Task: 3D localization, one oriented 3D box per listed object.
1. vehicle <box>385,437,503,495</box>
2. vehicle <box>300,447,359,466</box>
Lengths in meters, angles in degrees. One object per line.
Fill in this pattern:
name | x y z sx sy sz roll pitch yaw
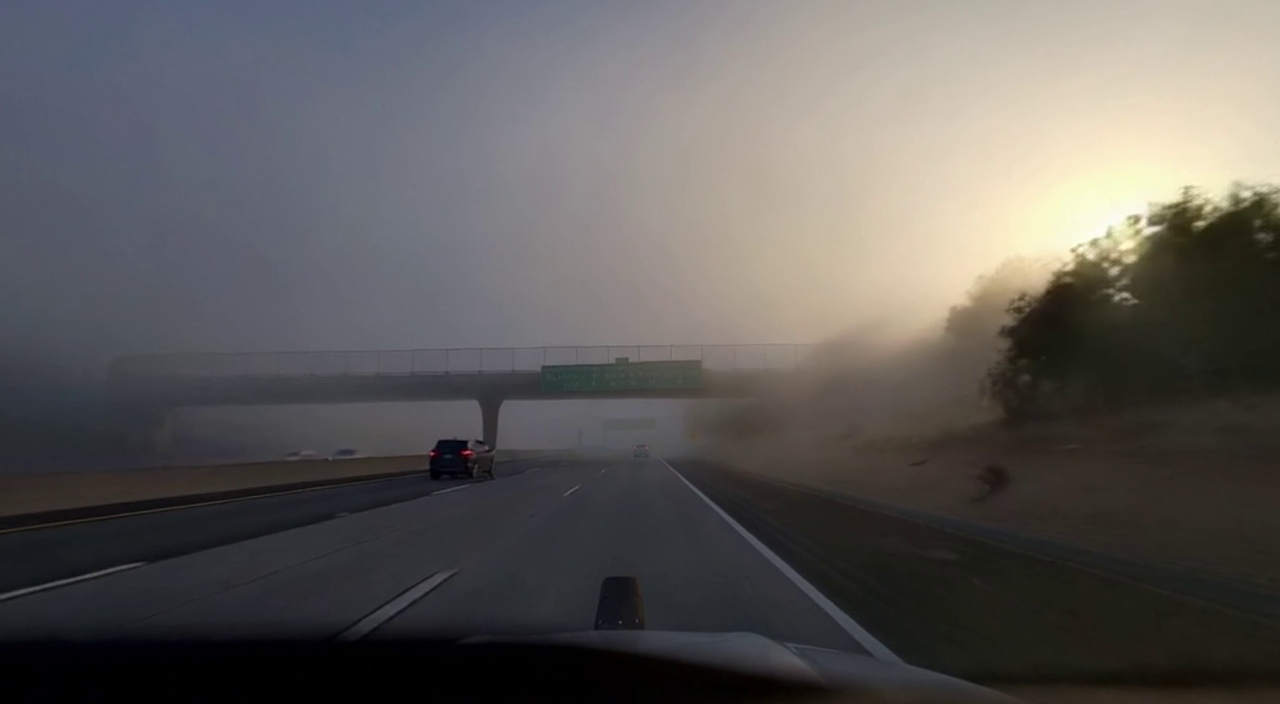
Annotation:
vehicle | -5.785 3.424 19.338 1.916 1.545 4.757 0 -8 2
vehicle | -24.334 8.171 49.542 2.118 1.401 4.761 0 -9 2
